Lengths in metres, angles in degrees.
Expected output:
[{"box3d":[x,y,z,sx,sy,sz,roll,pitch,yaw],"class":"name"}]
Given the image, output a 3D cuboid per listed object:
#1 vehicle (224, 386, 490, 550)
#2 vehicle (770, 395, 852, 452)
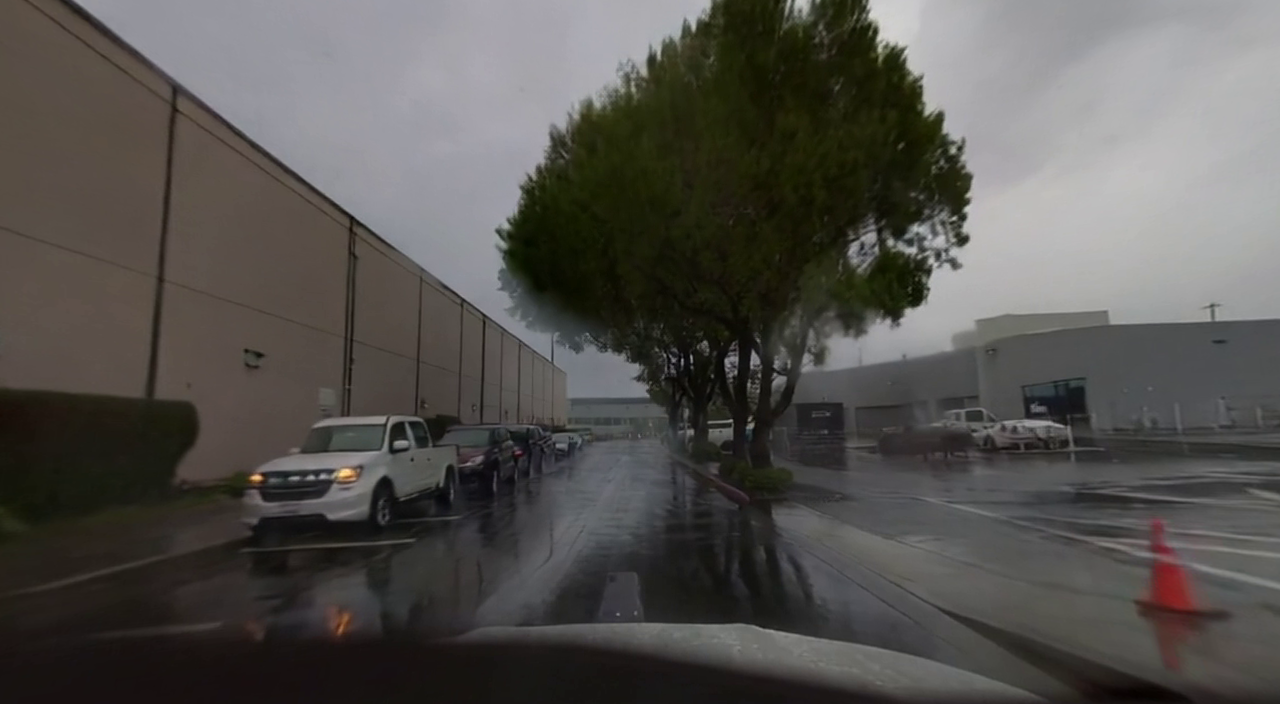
[{"box3d":[-4.069,1.840,10.298,2.161,1.843,5.181,-3,-10,-3],"class":"vehicle"},{"box3d":[10.259,4.462,38.678,2.622,3.108,7.053,0,-8,-3],"class":"vehicle"}]
